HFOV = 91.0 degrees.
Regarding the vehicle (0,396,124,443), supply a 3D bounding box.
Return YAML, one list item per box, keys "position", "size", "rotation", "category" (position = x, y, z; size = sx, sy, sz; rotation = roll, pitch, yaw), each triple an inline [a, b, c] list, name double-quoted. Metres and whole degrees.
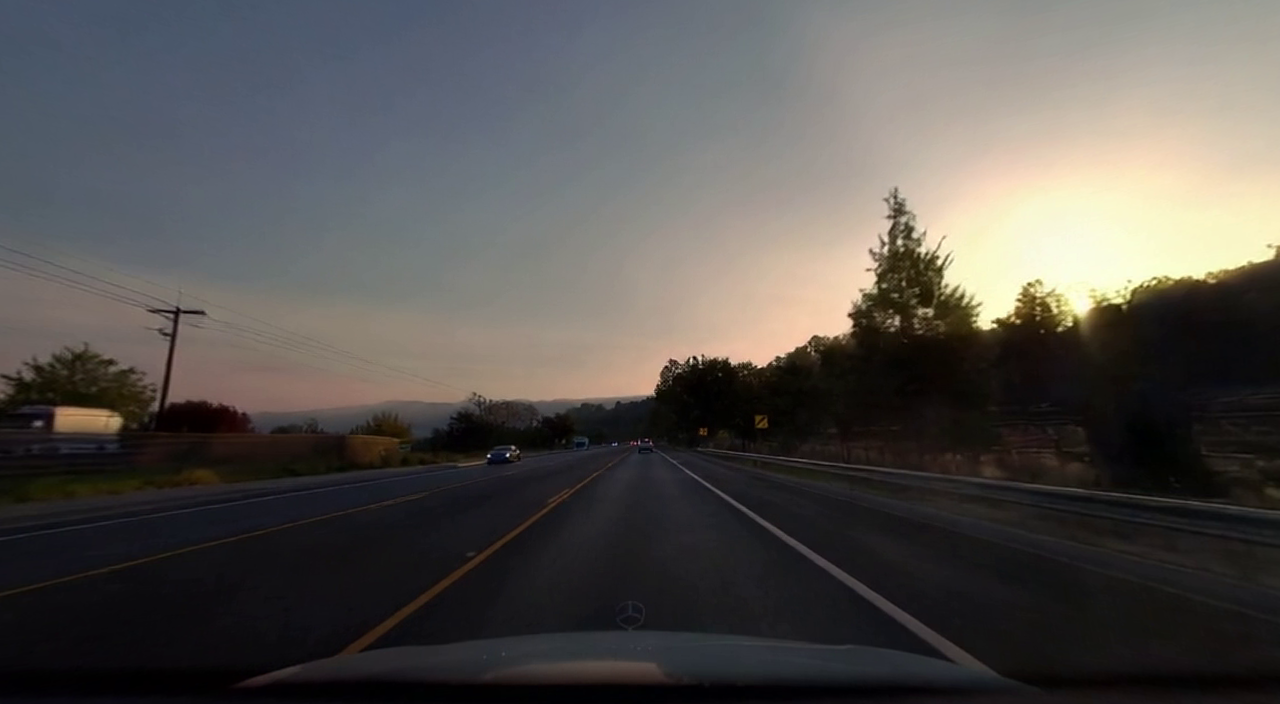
- position: [-44.852, 5.416, 49.100]
  size: [2.936, 3.379, 6.923]
  rotation: [0, -8, 1]
  category: "vehicle"
